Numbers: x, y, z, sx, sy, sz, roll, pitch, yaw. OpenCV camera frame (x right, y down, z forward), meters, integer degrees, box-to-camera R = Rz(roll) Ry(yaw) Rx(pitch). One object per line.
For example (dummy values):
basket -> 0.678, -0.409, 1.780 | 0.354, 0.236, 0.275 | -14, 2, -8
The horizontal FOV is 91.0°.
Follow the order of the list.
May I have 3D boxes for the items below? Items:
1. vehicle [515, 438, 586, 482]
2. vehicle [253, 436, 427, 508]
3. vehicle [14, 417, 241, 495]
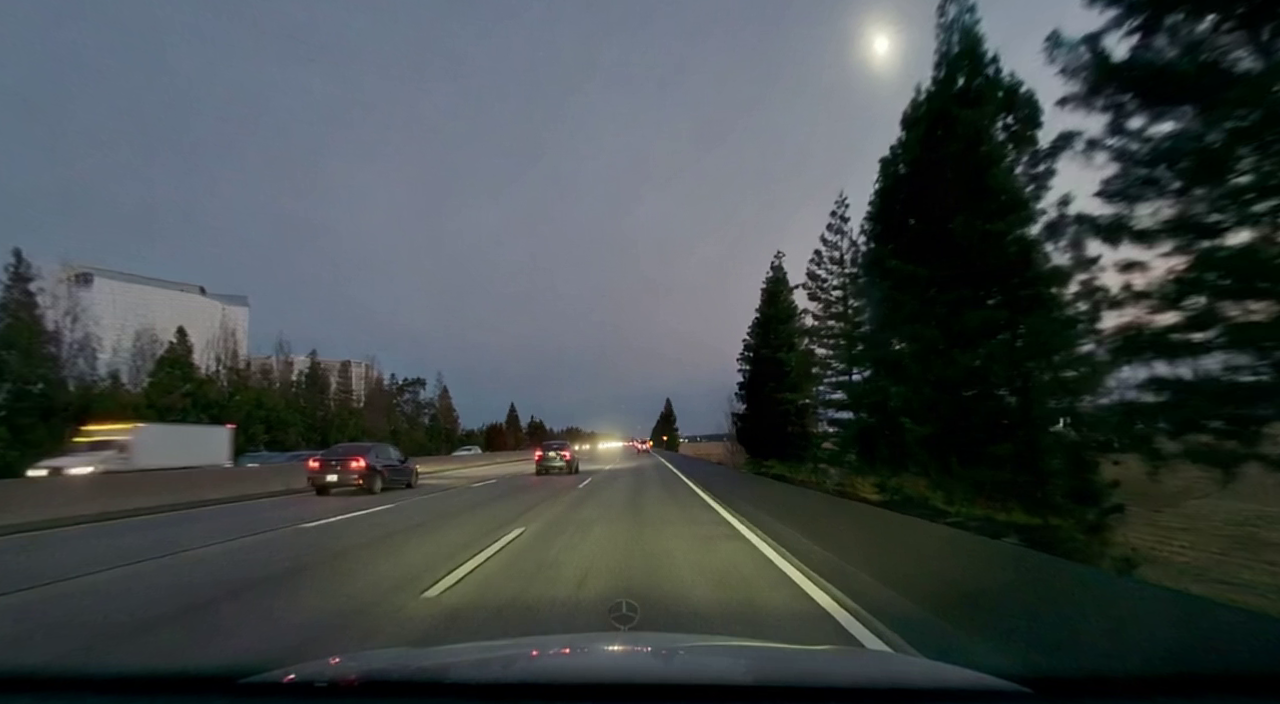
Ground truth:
vehicle -> -3.506, 4.349, 25.594 | 2.083, 1.588, 4.801 | 0, -9, 1
vehicle -> -7.181, 2.911, 15.779 | 2.034, 1.523, 4.627 | 0, -9, 1
vehicle -> -19.560, 4.041, 24.827 | 2.857, 2.607, 7.051 | 0, -9, 1
